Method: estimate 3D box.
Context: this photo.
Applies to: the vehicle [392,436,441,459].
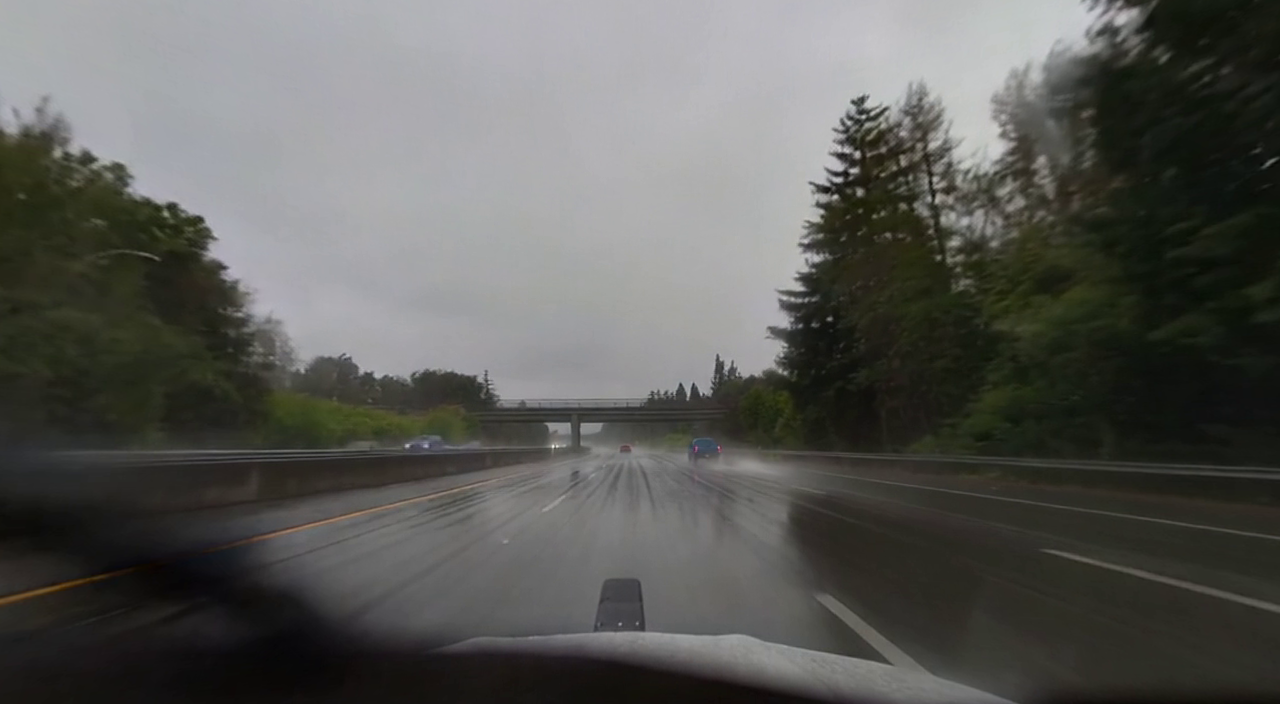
[{"bbox_3d":[-16.138,6.916,45.797,1.945,1.614,4.597,0,-8,-1],"label":"vehicle"}]
